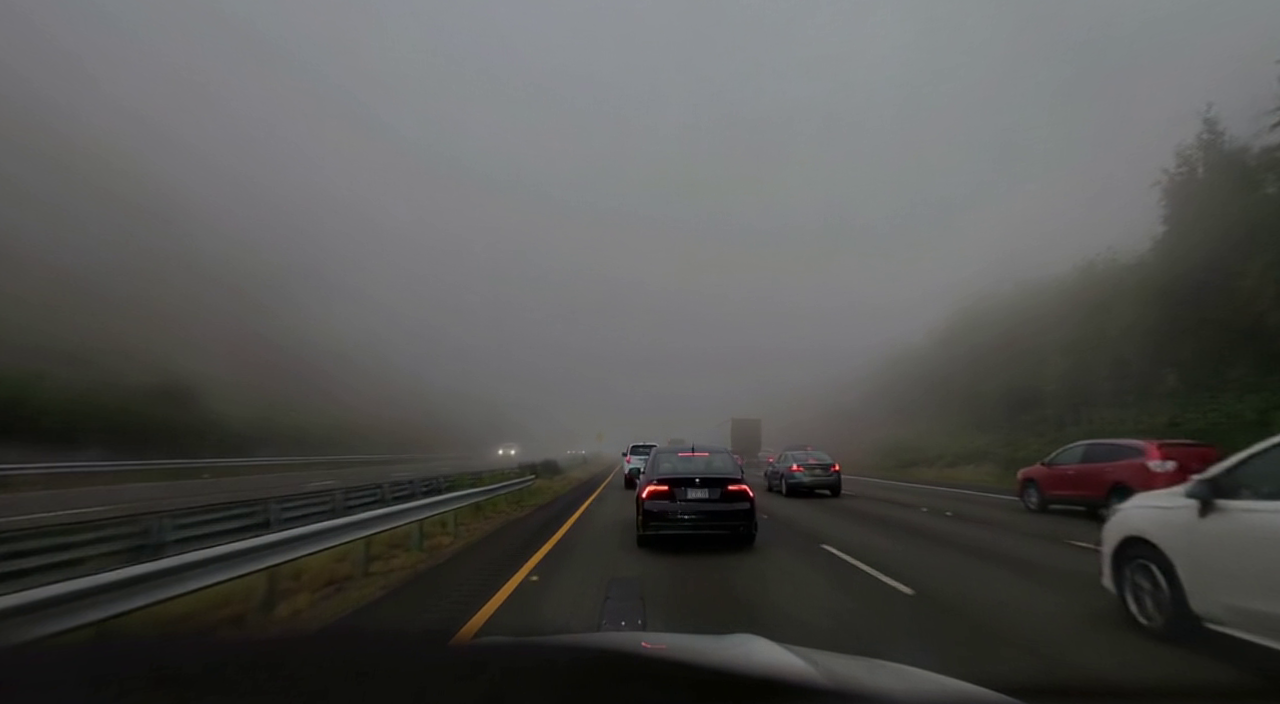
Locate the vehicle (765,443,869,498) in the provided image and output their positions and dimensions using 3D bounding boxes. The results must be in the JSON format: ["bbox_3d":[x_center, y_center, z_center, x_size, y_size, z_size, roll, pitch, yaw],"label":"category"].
[{"bbox_3d":[5.284,3.583,19.421,1.908,1.500,4.157,0,-9,-1],"label":"vehicle"}]

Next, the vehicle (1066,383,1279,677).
[{"bbox_3d":[4.651,0.916,2.978,1.998,1.657,4.604,0,-9,0],"label":"vehicle"}]

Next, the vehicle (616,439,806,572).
[{"bbox_3d":[0.740,1.984,8.847,2.094,1.426,3.725,0,-9,-1],"label":"vehicle"}]
